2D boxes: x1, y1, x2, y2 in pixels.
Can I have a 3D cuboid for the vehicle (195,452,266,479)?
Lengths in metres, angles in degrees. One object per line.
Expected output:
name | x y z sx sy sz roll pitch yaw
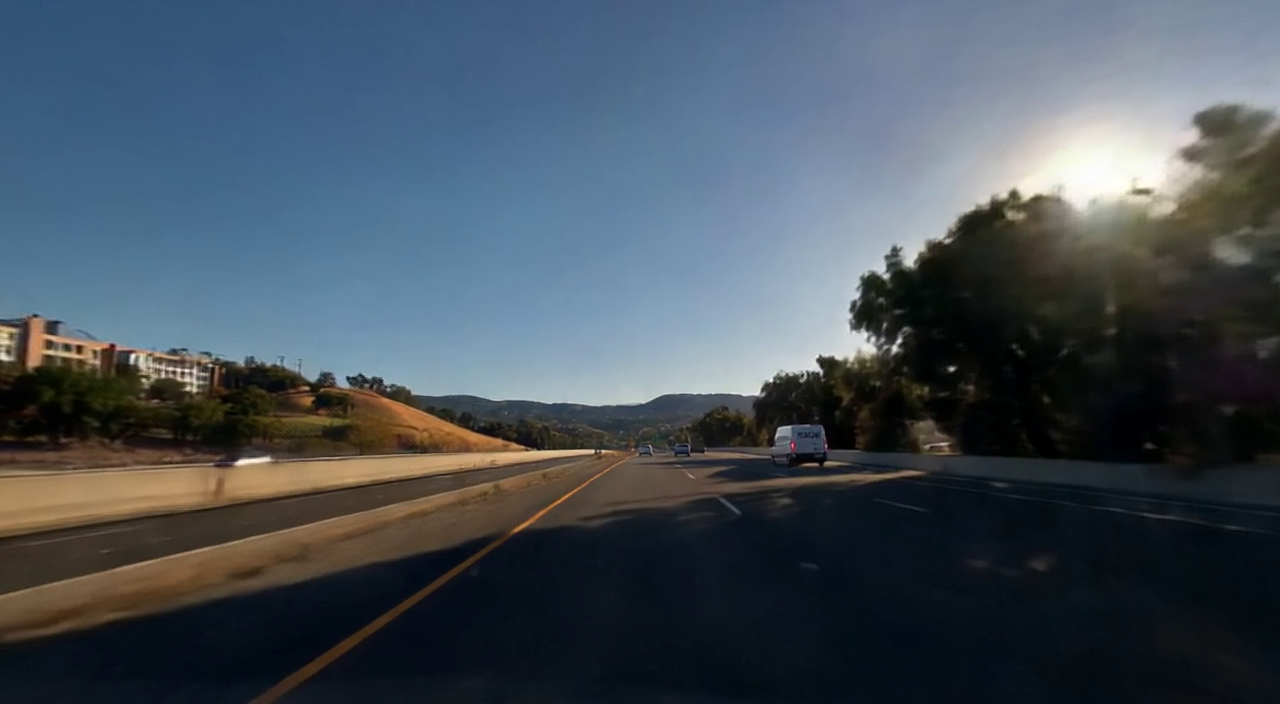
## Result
vehicle | -31.896 8.825 49.299 2.188 1.776 5.000 -3 -8 0

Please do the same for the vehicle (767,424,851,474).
vehicle | 7.540 4.410 28.891 2.275 2.059 5.543 0 -8 0
